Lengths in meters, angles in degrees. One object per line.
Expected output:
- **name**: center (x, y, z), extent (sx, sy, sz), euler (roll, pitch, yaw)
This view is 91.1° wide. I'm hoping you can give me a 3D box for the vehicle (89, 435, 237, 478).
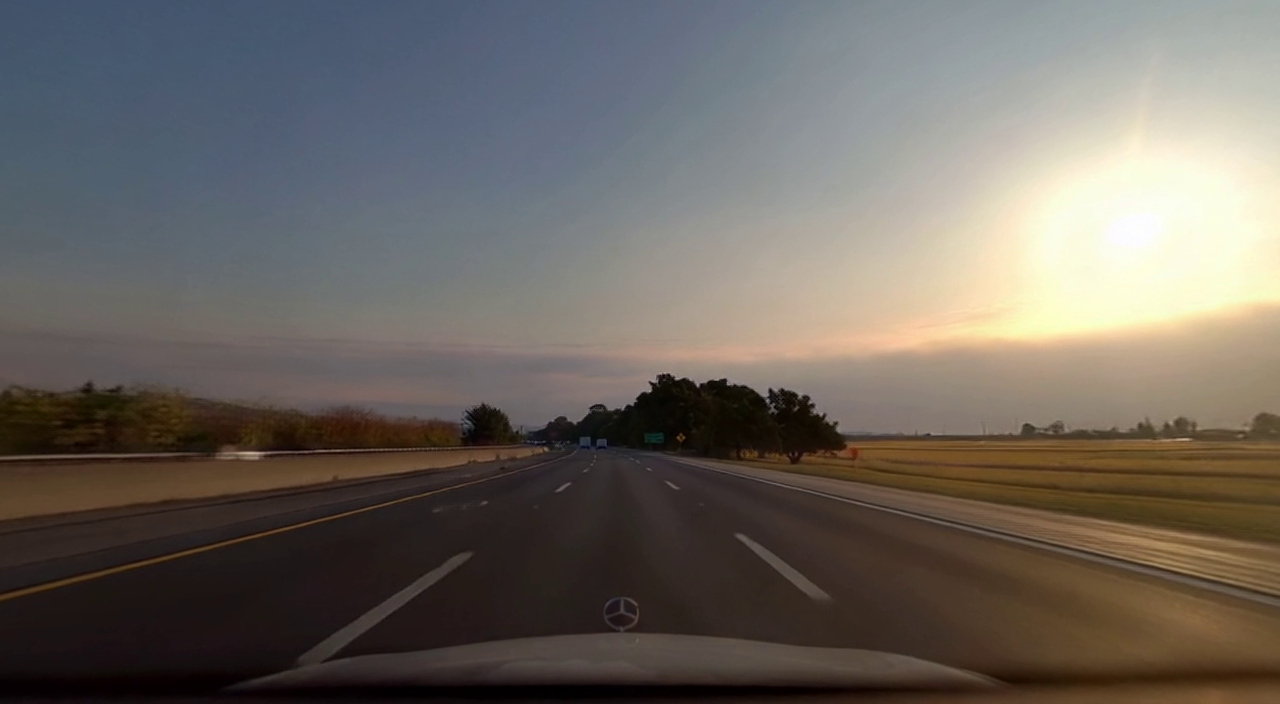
- **vehicle**: center (-17.953, 3.978, 24.026), extent (2.200, 1.467, 4.470), euler (0, -9, -1)
